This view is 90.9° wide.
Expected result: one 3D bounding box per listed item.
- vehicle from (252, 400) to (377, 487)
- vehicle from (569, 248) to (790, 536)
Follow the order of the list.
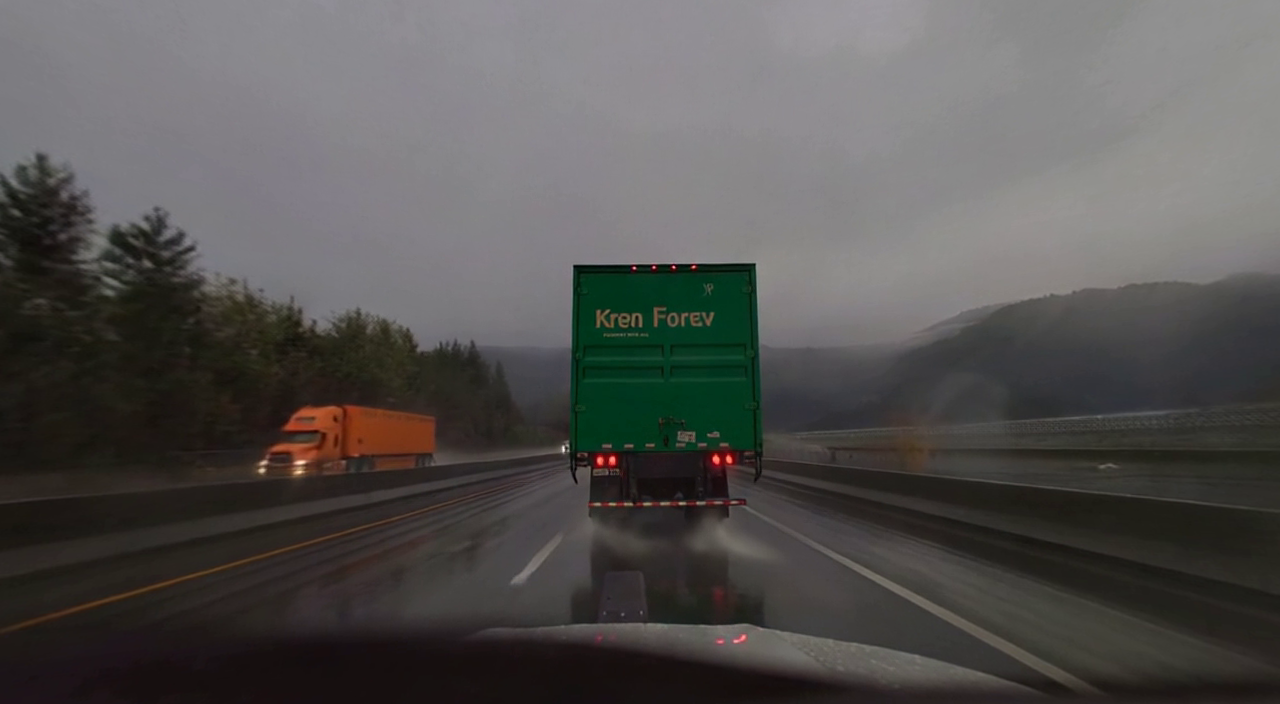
[{"bbox_3d":[-16.303,4.681,32.172,2.997,3.998,5.894,0,-9,1],"label":"vehicle"},{"bbox_3d":[0.506,1.647,16.668,3.230,4.377,14.405,0,-9,-1],"label":"vehicle"}]
